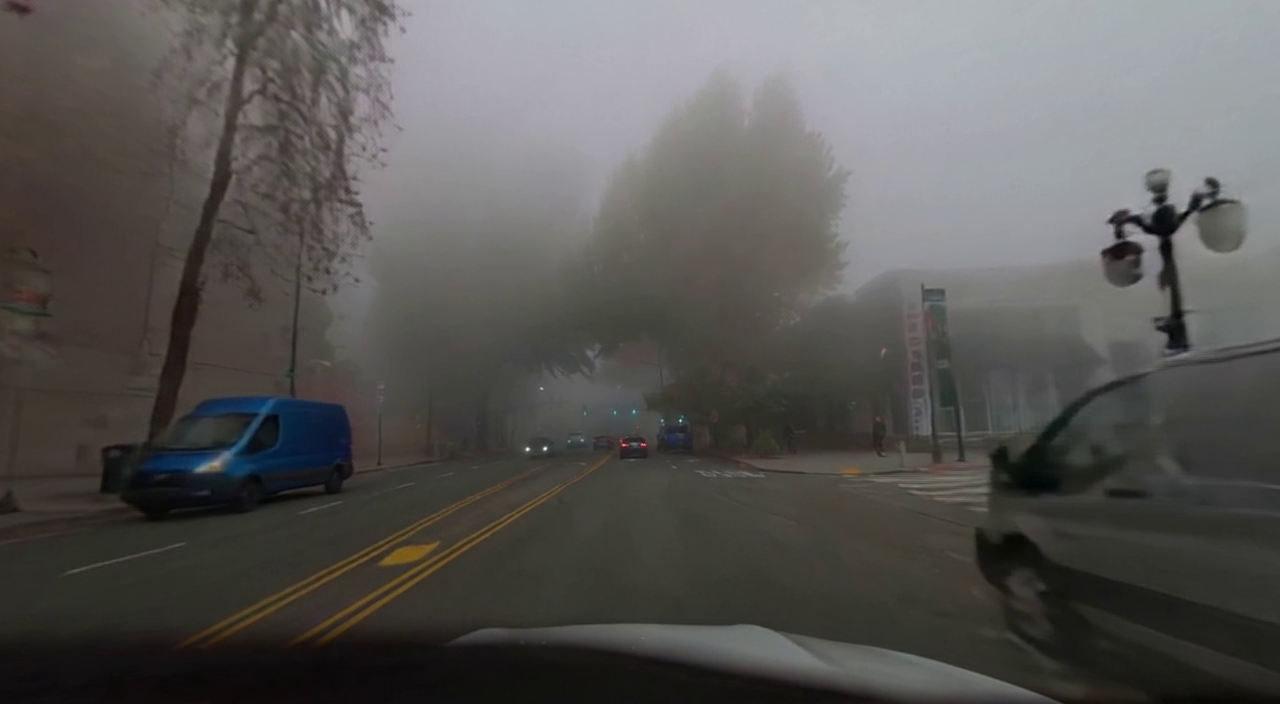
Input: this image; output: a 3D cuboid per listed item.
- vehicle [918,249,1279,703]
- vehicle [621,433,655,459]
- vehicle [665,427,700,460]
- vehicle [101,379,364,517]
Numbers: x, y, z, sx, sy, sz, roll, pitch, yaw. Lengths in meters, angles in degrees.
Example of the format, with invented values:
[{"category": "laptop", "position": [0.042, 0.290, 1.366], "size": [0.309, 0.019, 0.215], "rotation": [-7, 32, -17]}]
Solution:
[{"category": "vehicle", "position": [3.508, 0.645, 2.430], "size": [2.357, 1.986, 5.136], "rotation": [0, -8, -2]}, {"category": "vehicle", "position": [-0.156, 6.497, 43.549], "size": [2.274, 1.736, 4.083], "rotation": [0, -8, -1]}, {"category": "vehicle", "position": [2.726, 5.937, 40.831], "size": [2.147, 1.968, 4.478], "rotation": [0, -8, 3]}, {"category": "vehicle", "position": [-8.989, 2.214, 14.857], "size": [2.348, 2.588, 5.860], "rotation": [0, -8, -2]}]
